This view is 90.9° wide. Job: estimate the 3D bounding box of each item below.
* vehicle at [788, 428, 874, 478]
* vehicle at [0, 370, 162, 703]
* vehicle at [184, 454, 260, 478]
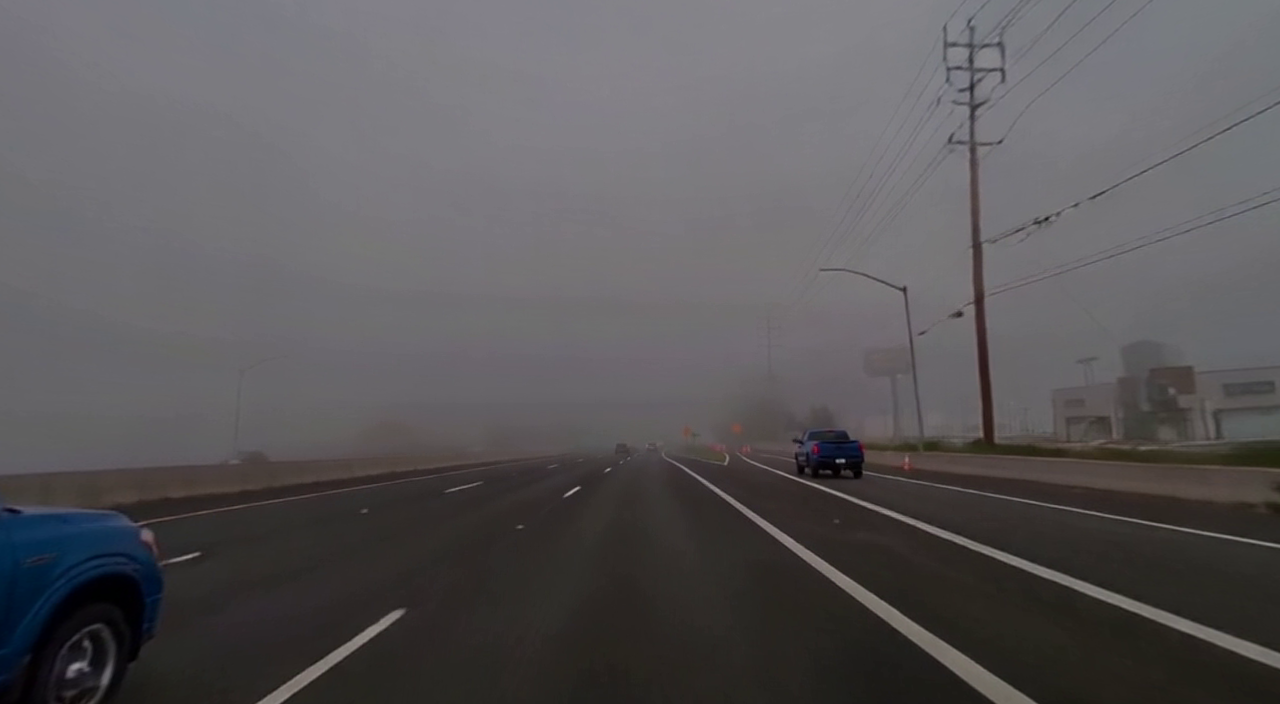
[{"bbox_3d":[7.679,4.118,26.017,2.186,1.840,5.289,-1,-8,4],"label":"vehicle"},{"bbox_3d":[-3.615,0.685,1.145,2.001,1.619,4.445,0,-8,0],"label":"vehicle"},{"bbox_3d":[-28.409,7.722,43.046,1.855,1.469,4.736,0,-8,1],"label":"vehicle"}]
